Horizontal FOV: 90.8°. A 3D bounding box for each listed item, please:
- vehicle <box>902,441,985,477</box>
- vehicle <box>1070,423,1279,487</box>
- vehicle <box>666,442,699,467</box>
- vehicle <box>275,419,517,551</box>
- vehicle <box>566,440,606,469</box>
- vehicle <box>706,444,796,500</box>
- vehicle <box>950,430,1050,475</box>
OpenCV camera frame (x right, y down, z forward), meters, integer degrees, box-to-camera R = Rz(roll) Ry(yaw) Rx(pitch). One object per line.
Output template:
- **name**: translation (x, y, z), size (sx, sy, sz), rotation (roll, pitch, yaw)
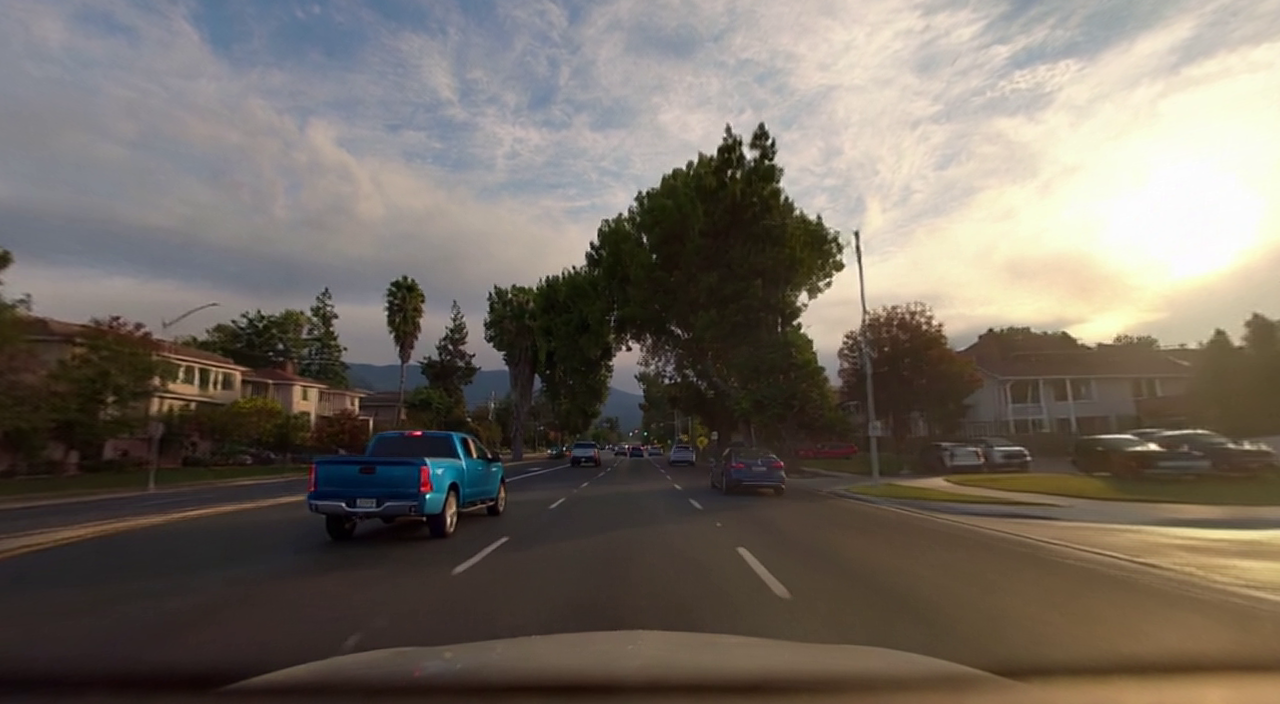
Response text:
- **vehicle**: translation (13.873, 4.888, 29.171), size (1.929, 1.502, 4.177), rotation (-1, -8, 4)
- **vehicle**: translation (17.240, 3.294, 20.519), size (1.991, 1.806, 4.902), rotation (6, -11, -38)
- **vehicle**: translation (3.264, 8.017, 49.689), size (2.099, 1.845, 4.363), rotation (0, -8, -2)
- **vehicle**: translation (-3.791, 2.169, 11.163), size (2.111, 1.745, 5.274), rotation (0, -8, 1)
- **vehicle**: translation (-3.522, 6.764, 41.862), size (2.218, 1.829, 4.492), rotation (0, -8, 1)
- **vehicle**: translation (3.182, 3.509, 18.998), size (1.884, 1.463, 4.195), rotation (0, -8, -1)
- **vehicle**: translation (16.487, 4.680, 29.281), size (2.040, 1.784, 4.533), rotation (-4, -10, 3)
